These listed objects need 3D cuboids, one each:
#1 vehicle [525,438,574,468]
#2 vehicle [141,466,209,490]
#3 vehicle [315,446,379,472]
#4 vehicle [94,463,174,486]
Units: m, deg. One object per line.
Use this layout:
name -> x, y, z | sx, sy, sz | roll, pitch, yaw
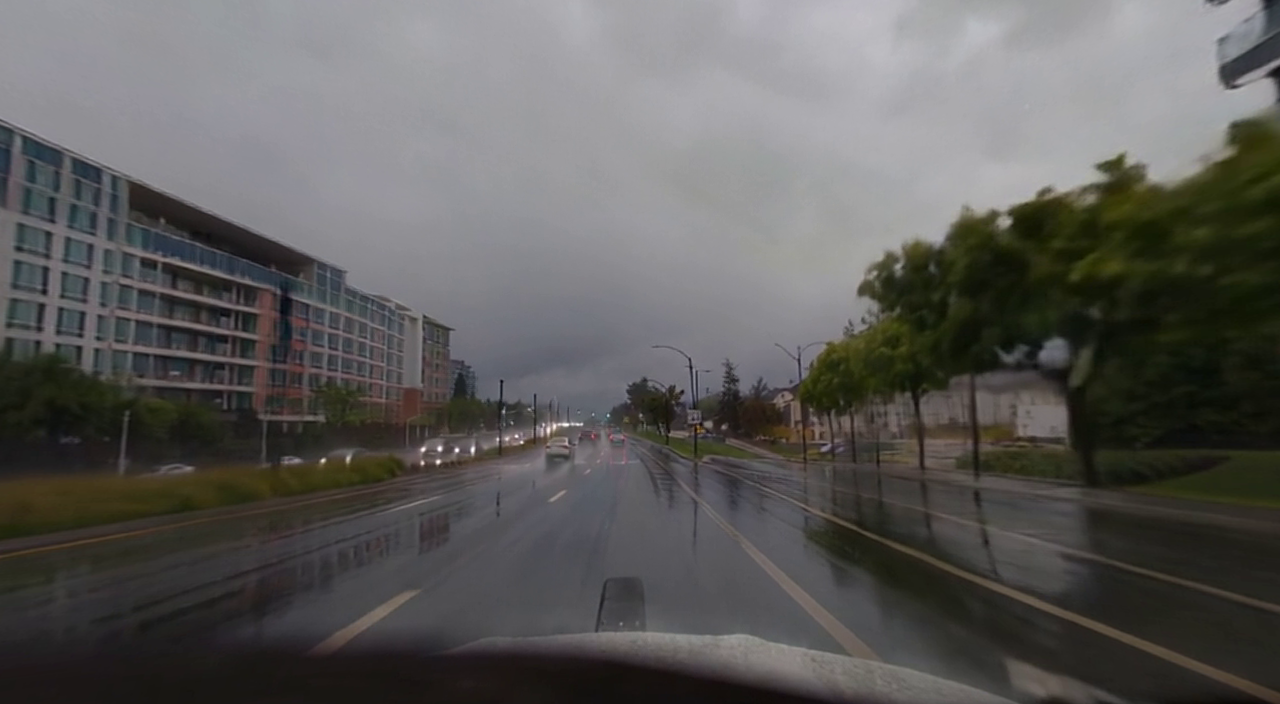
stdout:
vehicle -> -4.729, 5.331, 33.509 | 2.025, 1.474, 4.292 | 0, -8, -1
vehicle -> -33.506, 9.060, 45.634 | 1.677, 1.410, 4.130 | 0, -7, 2
vehicle -> -20.036, 7.337, 43.489 | 2.077, 1.655, 4.570 | 0, -8, 2
vehicle -> -39.437, 9.534, 49.307 | 4.336, 1.572, 1.985 | 2, -8, -12
